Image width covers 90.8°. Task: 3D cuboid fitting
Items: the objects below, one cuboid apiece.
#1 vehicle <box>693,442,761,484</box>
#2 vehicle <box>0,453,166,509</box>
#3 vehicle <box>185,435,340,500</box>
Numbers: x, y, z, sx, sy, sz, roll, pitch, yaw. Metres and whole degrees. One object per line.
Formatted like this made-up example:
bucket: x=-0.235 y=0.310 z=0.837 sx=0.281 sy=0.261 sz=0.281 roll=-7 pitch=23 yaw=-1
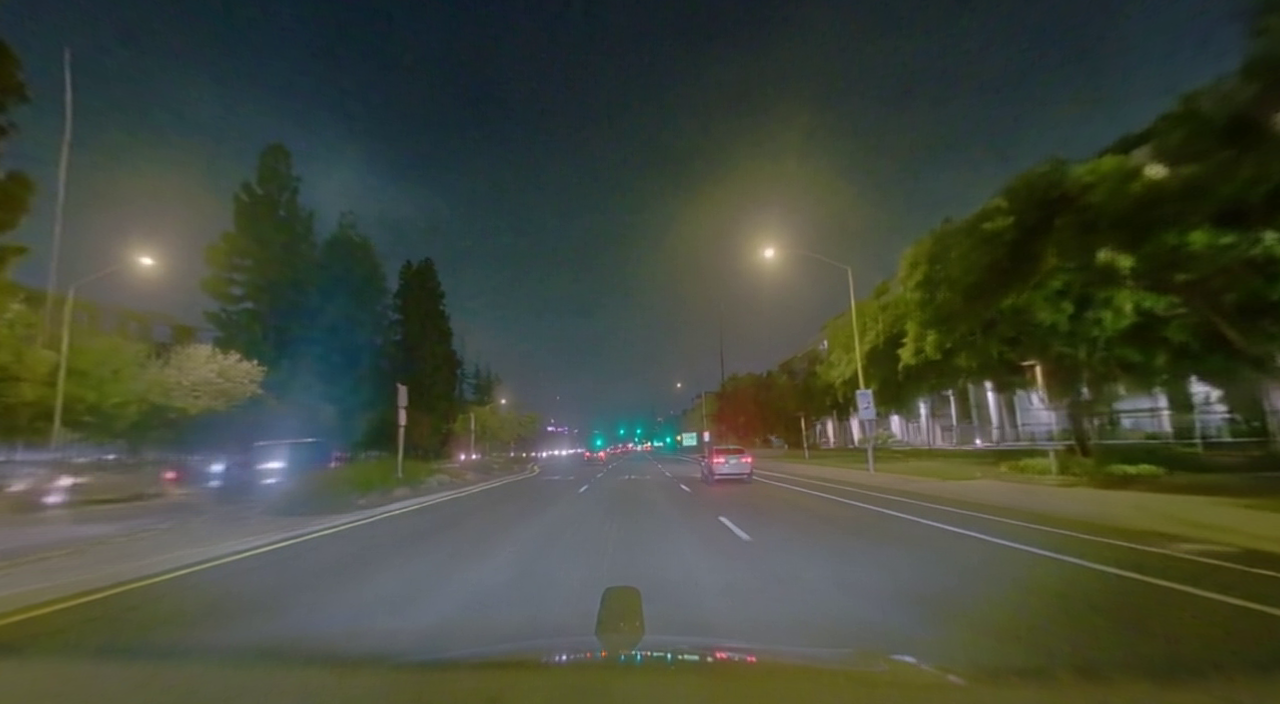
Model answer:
vehicle: x=3.245 y=4.255 z=24.469 sx=1.966 sy=1.449 sz=4.290 roll=0 pitch=-9 yaw=-1
vehicle: x=-17.402 y=3.932 z=19.750 sx=1.897 sy=1.507 sz=4.132 roll=0 pitch=-9 yaw=0
vehicle: x=-11.286 y=3.460 z=19.342 sx=2.027 sy=1.716 sz=4.357 roll=0 pitch=-9 yaw=0
